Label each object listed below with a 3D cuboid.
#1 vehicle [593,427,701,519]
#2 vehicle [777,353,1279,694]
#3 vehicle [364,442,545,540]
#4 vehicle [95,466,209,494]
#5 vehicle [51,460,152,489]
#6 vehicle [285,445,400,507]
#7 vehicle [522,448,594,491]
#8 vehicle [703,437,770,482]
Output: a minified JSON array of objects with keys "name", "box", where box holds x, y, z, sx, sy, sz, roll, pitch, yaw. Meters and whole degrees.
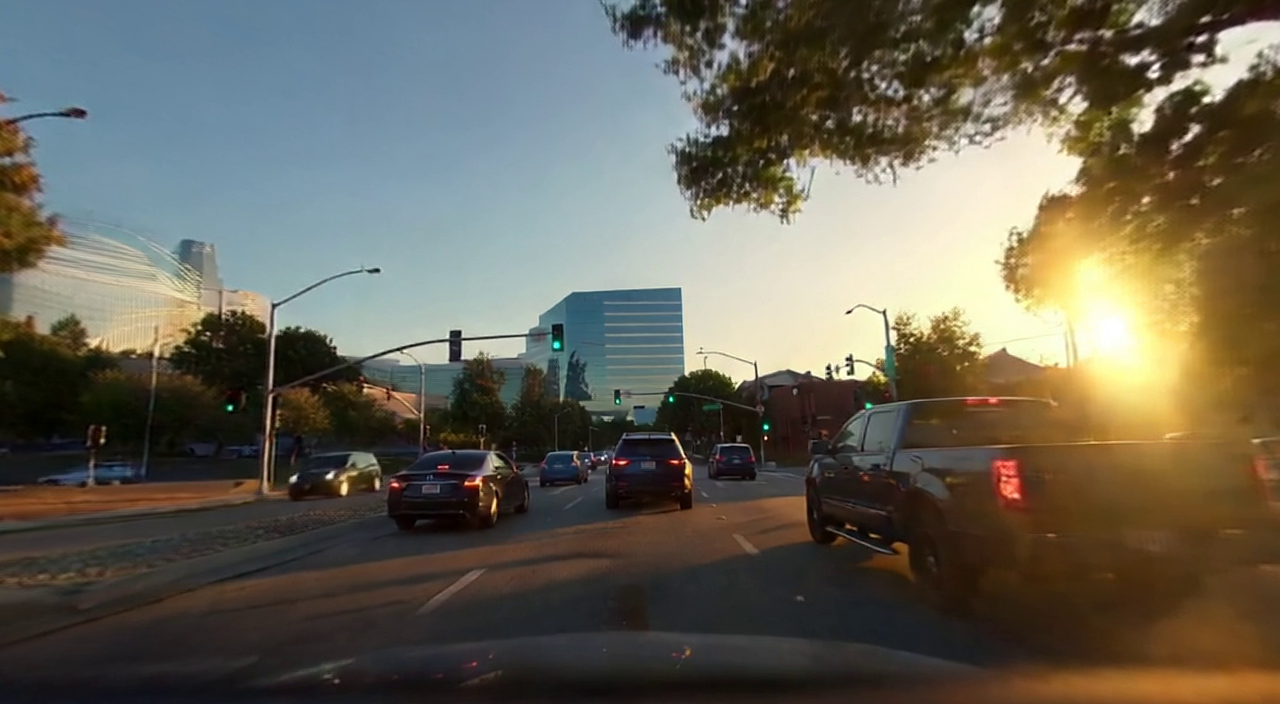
[{"name":"vehicle","box":[0.172,2.663,14.369,2.113,1.768,3.901,0,-8,1]},{"name":"vehicle","box":[3.315,1.353,6.422,2.571,1.857,5.841,0,-8,1]},{"name":"vehicle","box":[-3.207,2.480,12.082,1.909,1.476,4.751,0,-8,1]},{"name":"vehicle","box":[-29.353,7.703,38.045,5.100,1.533,2.032,0,-8,-1]},{"name":"vehicle","box":[-35.991,8.203,42.269,4.606,1.867,2.226,0,-11,-1]},{"name":"vehicle","box":[-10.129,4.201,21.961,2.099,1.813,4.583,-1,-8,-5]},{"name":"vehicle","box":[-3.010,4.405,24.125,2.072,1.450,4.612,0,-8,1]},{"name":"vehicle","box":[4.369,4.982,29.563,2.408,1.908,5.355,0,-9,2]}]
